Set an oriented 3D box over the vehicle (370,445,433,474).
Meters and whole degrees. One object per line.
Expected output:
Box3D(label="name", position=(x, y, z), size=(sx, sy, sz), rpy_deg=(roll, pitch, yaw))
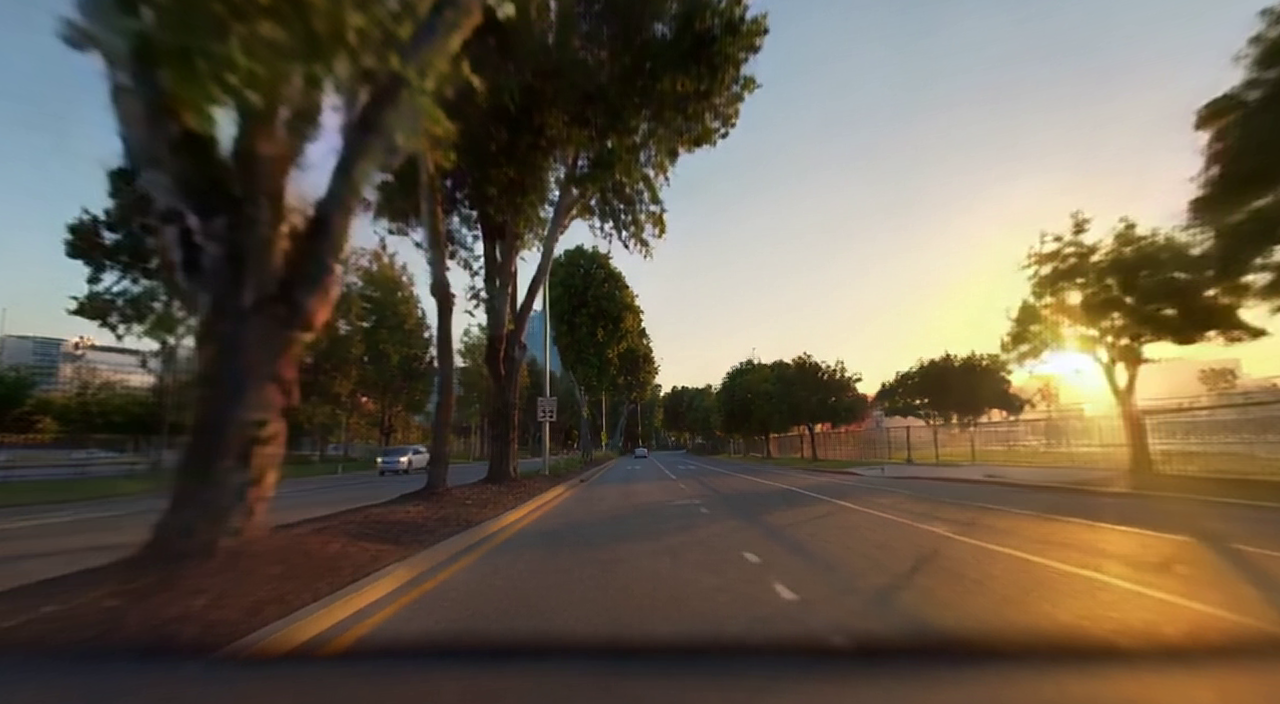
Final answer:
Box3D(label="vehicle", position=(-16.463, 7.434, 43.974), size=(2.511, 1.881, 4.658), rpy_deg=(0, -8, 1))
